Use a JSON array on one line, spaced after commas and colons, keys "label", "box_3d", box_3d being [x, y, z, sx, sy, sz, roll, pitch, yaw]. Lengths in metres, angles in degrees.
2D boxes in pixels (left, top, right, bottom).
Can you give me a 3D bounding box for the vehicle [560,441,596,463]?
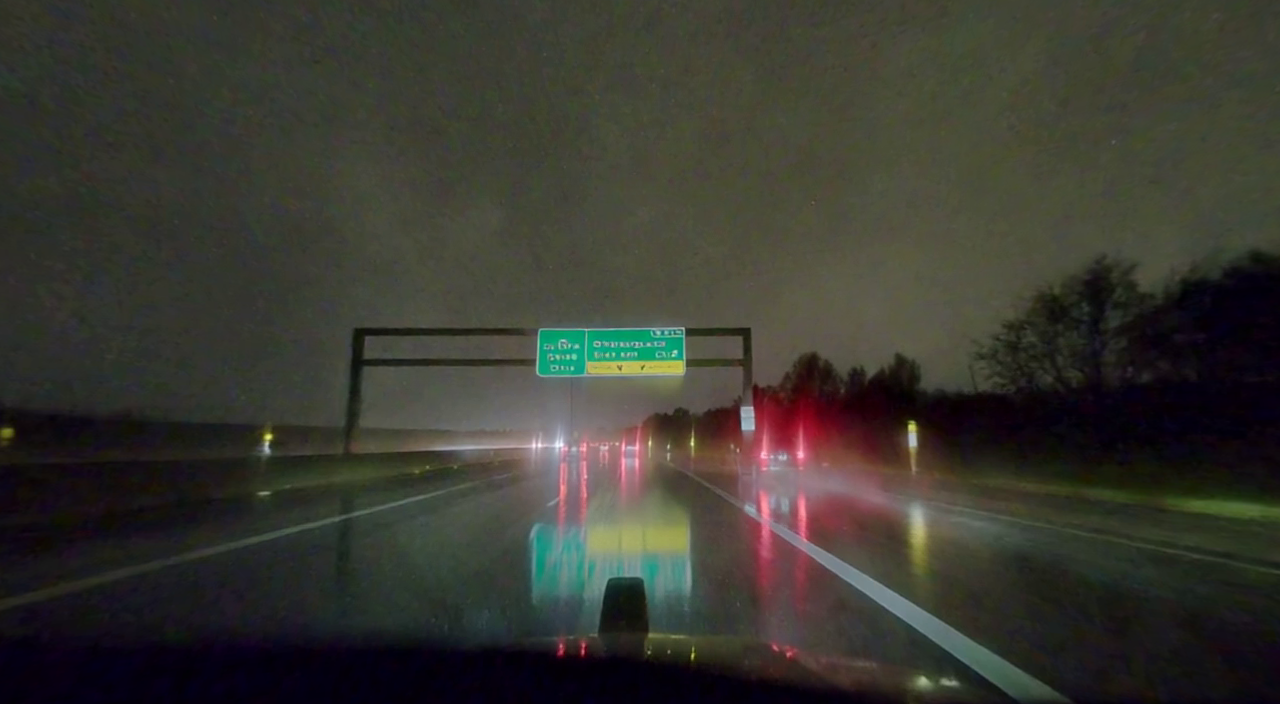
[{"label": "vehicle", "box_3d": [-4.389, 7.137, 45.046, 2.211, 1.524, 3.651, 0, -8, 0]}]
